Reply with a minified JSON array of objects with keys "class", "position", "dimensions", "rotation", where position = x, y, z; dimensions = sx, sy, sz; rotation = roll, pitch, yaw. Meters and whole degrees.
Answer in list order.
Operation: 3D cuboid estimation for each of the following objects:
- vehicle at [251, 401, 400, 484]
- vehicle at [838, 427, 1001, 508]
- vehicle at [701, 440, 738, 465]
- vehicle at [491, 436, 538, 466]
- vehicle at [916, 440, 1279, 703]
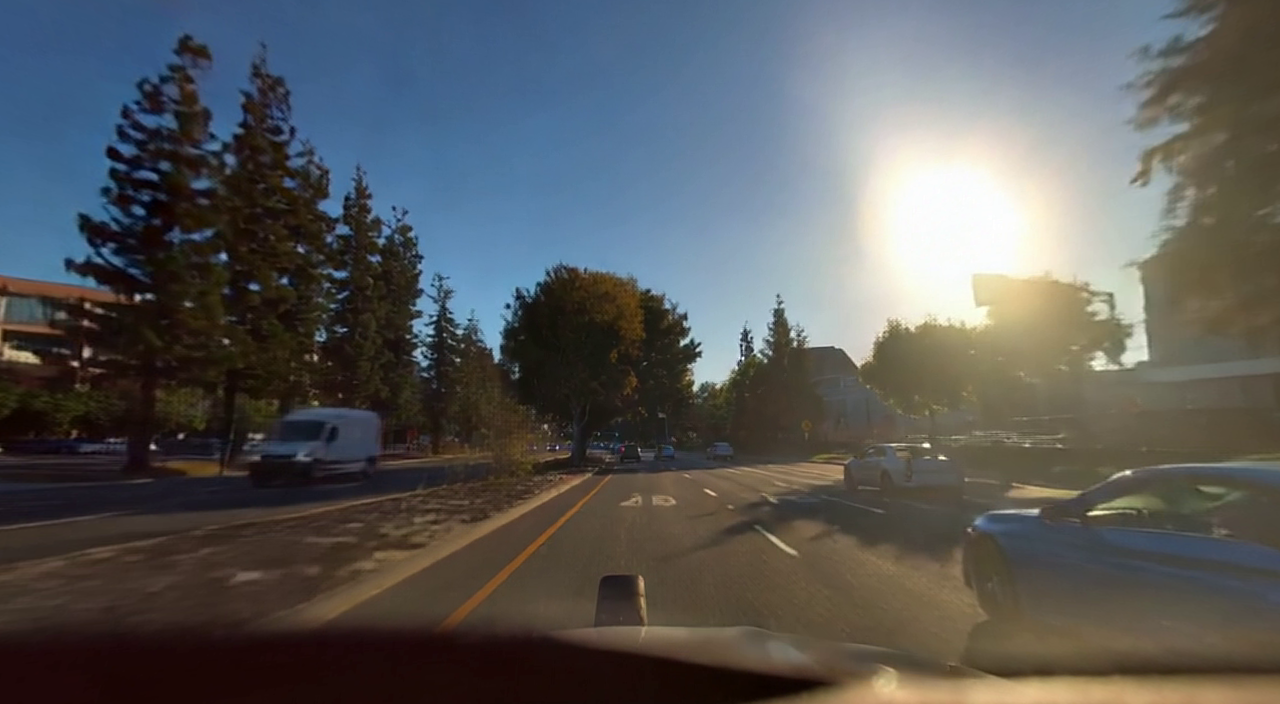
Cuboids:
[{"class":"vehicle","position":[-11.081,3.307,23.020],"dimensions":[2.300,2.636,5.986],"rotation":[0,-9,0]},{"class":"vehicle","position":[6.772,2.845,15.958],"dimensions":[1.987,1.730,4.373],"rotation":[0,-9,-1]},{"class":"vehicle","position":[5.711,7.283,45.813],"dimensions":[1.931,1.685,4.054],"rotation":[1,-9,-4]},{"class":"vehicle","position":[-7.815,6.201,39.695],"dimensions":[2.106,1.768,4.552],"rotation":[0,-9,-1]},{"class":"vehicle","position":[3.426,1.150,3.288],"dimensions":[1.990,1.347,4.388],"rotation":[0,-9,0]}]
